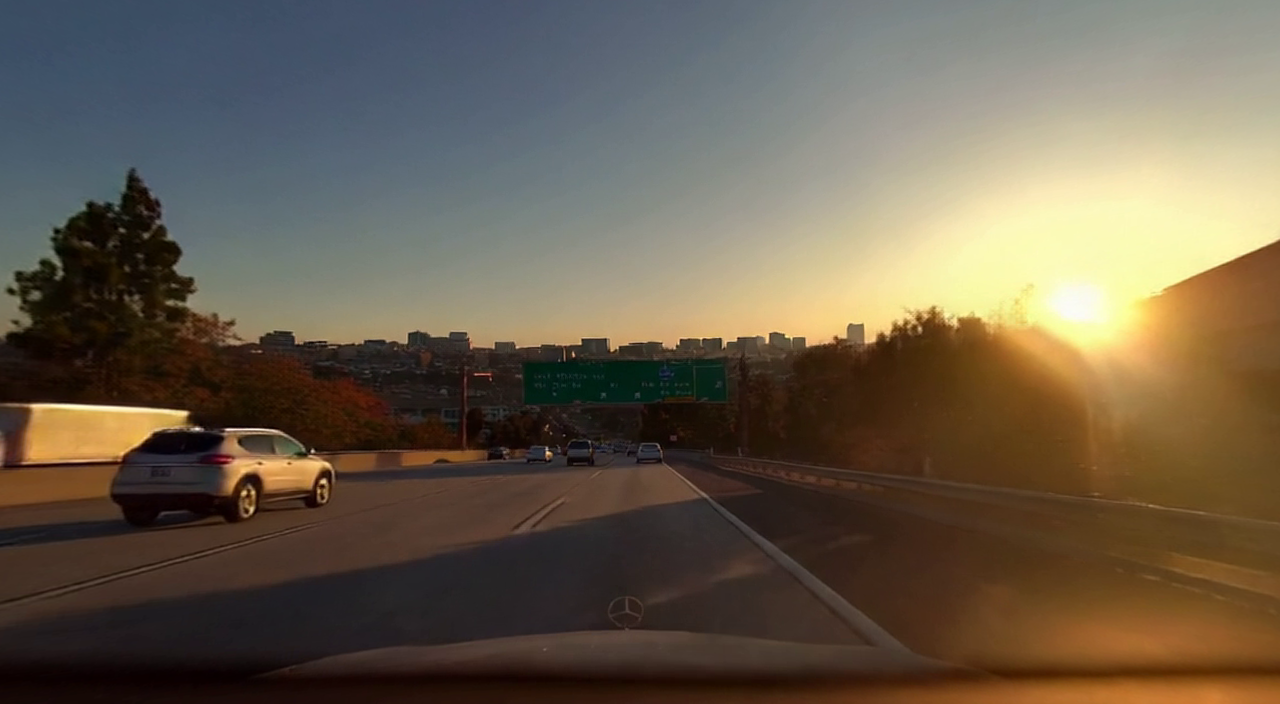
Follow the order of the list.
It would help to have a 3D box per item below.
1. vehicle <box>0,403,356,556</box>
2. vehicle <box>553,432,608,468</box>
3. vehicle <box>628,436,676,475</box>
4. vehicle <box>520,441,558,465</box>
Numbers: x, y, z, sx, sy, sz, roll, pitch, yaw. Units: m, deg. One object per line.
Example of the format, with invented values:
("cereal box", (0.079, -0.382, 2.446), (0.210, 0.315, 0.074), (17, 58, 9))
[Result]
("vehicle", (-7.655, 2.033, 10.936), (2.521, 1.901, 5.988), (0, -8, 2))
("vehicle", (-3.631, 6.163, 39.704), (2.751, 2.050, 5.761), (0, -8, 1))
("vehicle", (0.544, 4.970, 30.451), (2.135, 1.697, 4.757), (0, -8, 0))
("vehicle", (-7.681, 7.741, 48.572), (2.078, 1.779, 4.610), (0, -8, 1))
